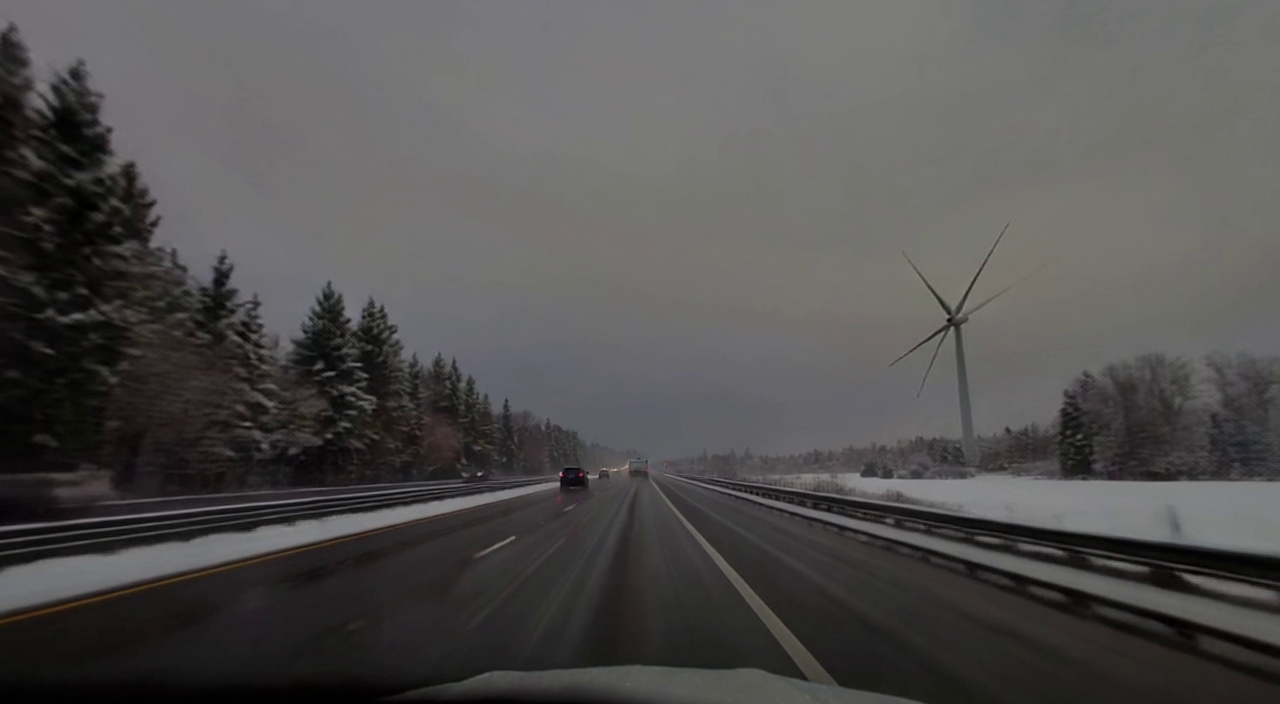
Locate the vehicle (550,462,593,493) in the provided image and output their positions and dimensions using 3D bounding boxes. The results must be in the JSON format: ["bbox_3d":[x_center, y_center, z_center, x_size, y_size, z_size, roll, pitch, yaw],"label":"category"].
[{"bbox_3d":[-4.099,7.624,38.496,2.124,1.705,4.440,1,-11,0],"label":"vehicle"}]
